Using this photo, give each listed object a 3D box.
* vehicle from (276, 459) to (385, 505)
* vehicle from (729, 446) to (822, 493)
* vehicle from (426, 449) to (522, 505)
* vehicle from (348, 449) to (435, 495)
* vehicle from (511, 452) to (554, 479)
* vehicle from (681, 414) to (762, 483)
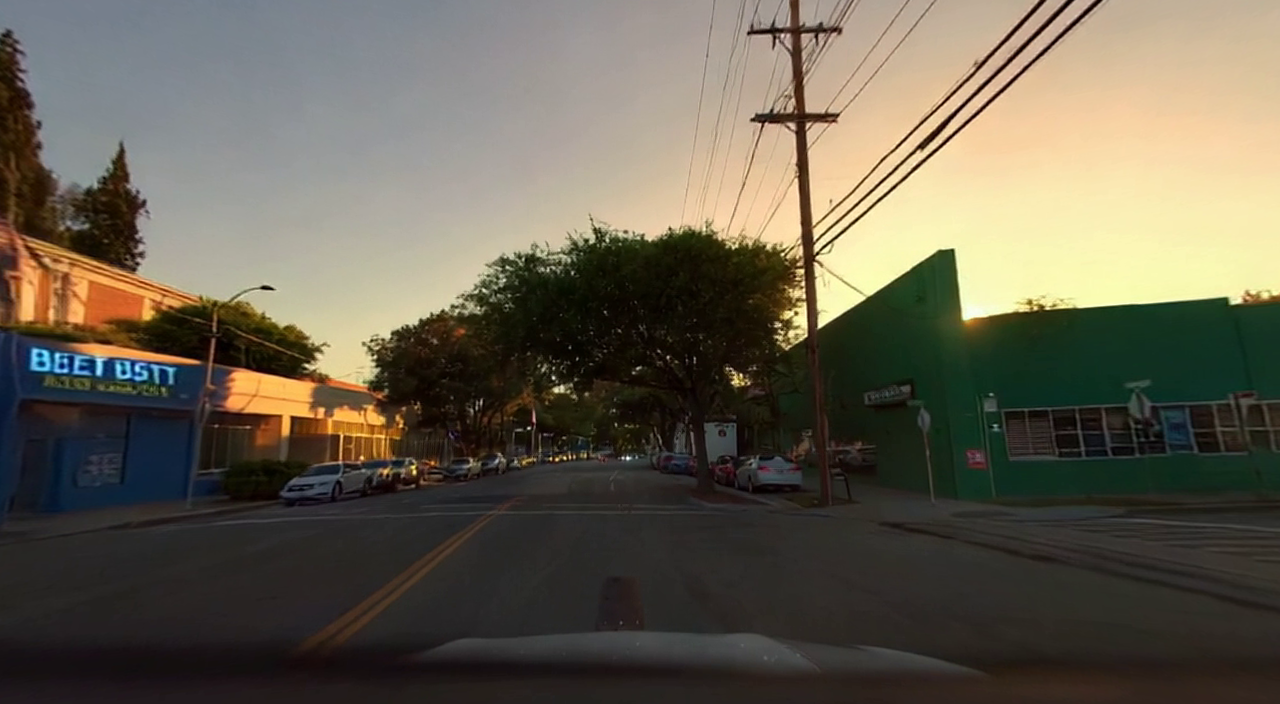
[{"bbox_3d":[-11.351,4.760,23.537,1.978,1.452,4.263,0,-9,-1],"label":"vehicle"},{"bbox_3d":[5.167,4.545,24.797,1.963,1.646,4.204,2,-9,-12],"label":"vehicle"},{"bbox_3d":[-4.972,3.776,19.550,2.050,1.505,4.219,0,-9,-4],"label":"vehicle"},{"bbox_3d":[-11.335,5.456,29.240,2.072,1.818,4.951,-3,-9,0],"label":"vehicle"},{"bbox_3d":[-6.472,6.844,38.401,1.845,1.469,4.413,0,-9,0],"label":"vehicle"},{"bbox_3d":[4.078,5.105,33.521,2.815,3.203,7.558,0,-9,-3],"label":"vehicle"}]
